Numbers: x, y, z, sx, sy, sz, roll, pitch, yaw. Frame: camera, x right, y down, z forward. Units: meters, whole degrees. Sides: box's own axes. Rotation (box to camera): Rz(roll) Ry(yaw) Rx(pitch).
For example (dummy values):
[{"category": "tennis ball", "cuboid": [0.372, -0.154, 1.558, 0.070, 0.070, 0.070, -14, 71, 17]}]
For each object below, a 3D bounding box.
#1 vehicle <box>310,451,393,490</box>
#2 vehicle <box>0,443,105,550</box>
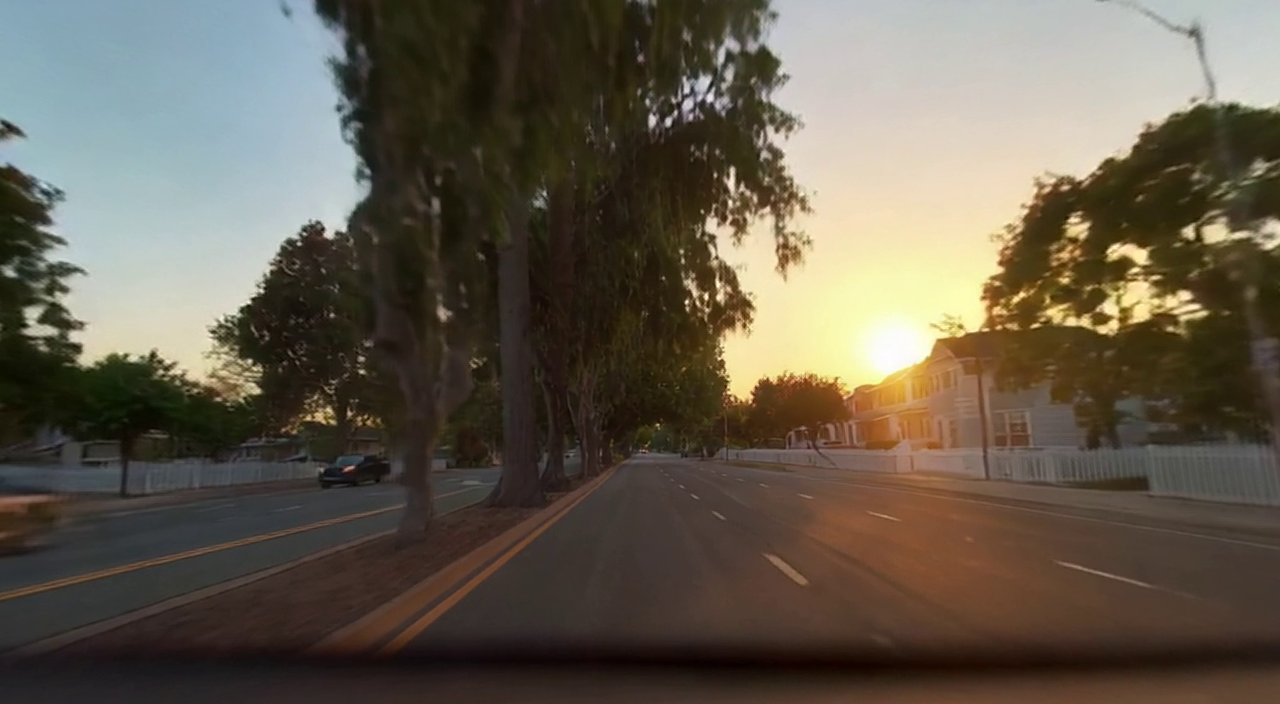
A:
[{"category": "vehicle", "cuboid": [-14.487, 5.943, 32.021, 1.919, 1.700, 4.685, -1, -8, 1]}, {"category": "vehicle", "cuboid": [-10.473, 2.100, 8.950, 2.011, 1.553, 4.390, 0, -8, -2]}]
